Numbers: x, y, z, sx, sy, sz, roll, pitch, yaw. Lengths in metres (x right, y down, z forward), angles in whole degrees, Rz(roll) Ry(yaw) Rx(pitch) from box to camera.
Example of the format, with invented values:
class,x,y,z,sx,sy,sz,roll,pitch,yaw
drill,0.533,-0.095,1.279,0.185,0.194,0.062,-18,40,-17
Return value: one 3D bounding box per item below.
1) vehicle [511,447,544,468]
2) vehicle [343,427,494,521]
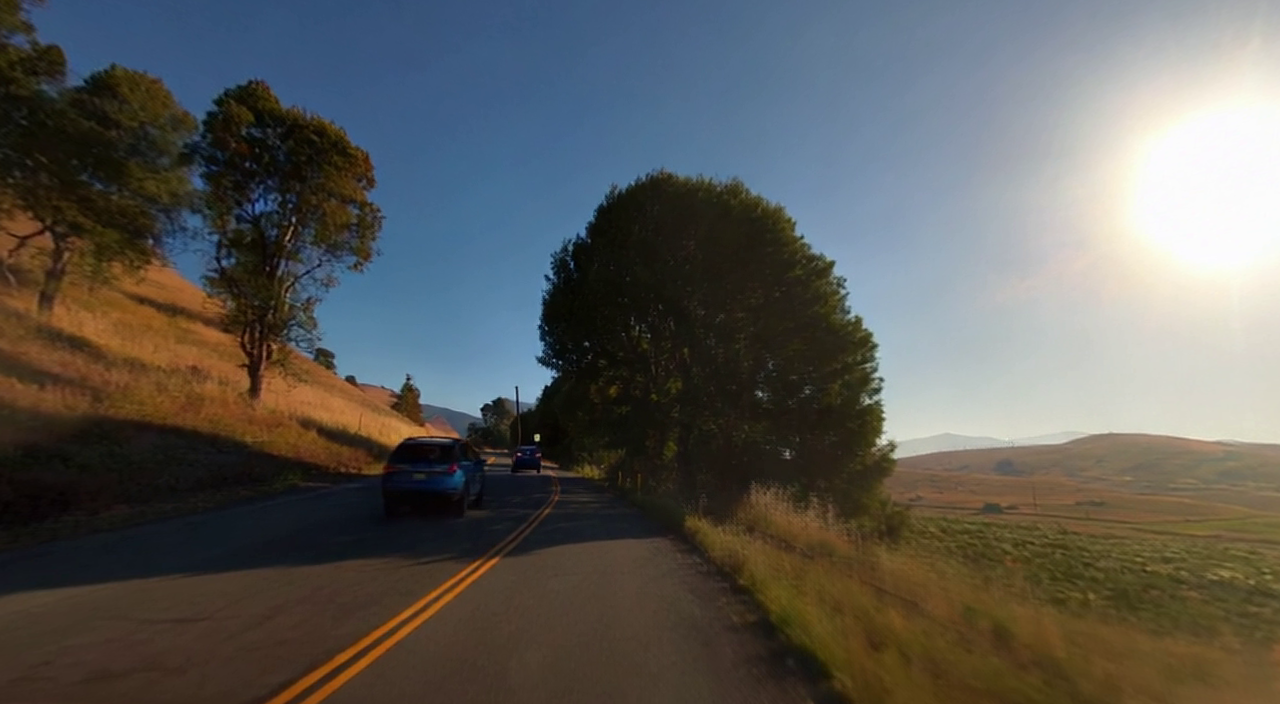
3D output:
class,x,y,z,sx,sy,sz,roll,pitch,yaw
vehicle,-8.339,7.866,47.205,2.042,1.483,4.288,0,-8,-5
vehicle,-5.015,2.806,15.184,2.104,1.851,4.992,0,-8,-4
